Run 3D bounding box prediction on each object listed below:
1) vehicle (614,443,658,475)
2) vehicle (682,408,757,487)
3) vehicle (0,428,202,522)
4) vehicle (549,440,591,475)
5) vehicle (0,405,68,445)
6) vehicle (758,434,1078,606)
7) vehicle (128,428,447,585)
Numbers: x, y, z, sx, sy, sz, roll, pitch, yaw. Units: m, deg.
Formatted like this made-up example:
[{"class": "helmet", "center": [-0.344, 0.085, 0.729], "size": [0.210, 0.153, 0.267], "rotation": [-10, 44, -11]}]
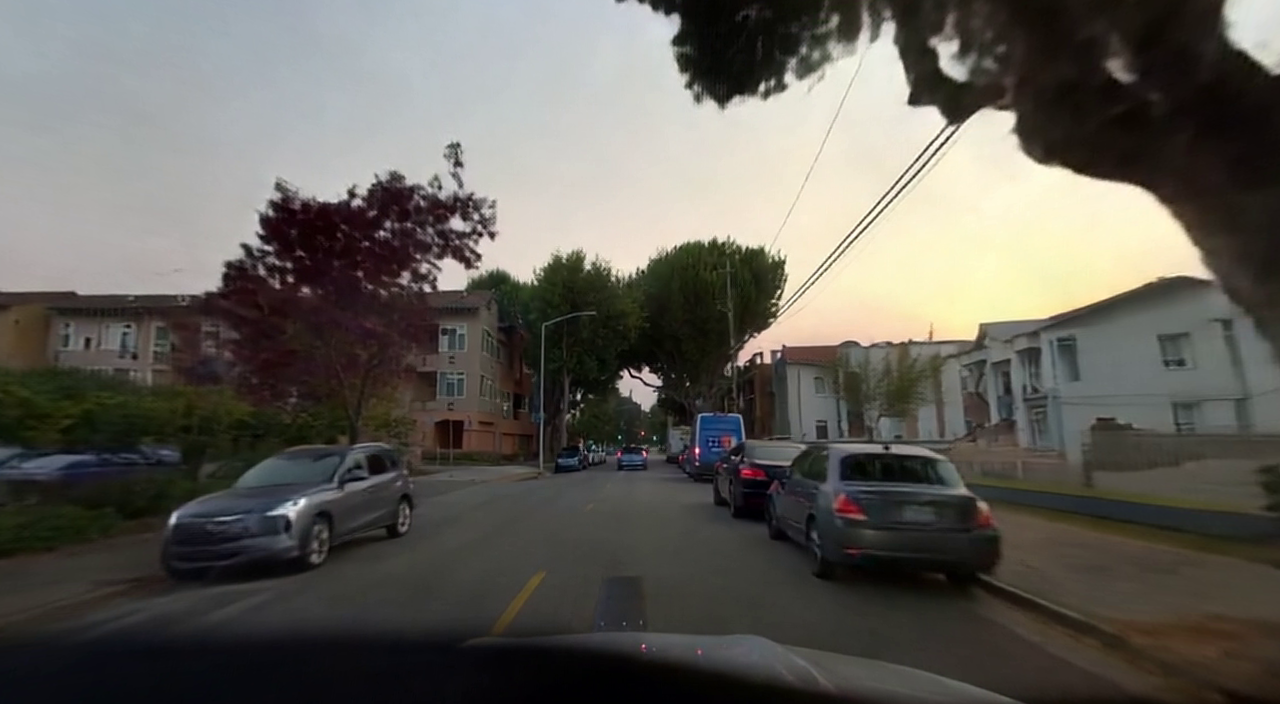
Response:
[{"class": "vehicle", "center": [-0.216, 5.421, 32.100], "size": [2.095, 1.510, 3.605], "rotation": [0, -8, 0]}, {"class": "vehicle", "center": [3.101, 3.892, 25.921], "size": [2.245, 2.843, 5.762], "rotation": [0, -8, -1]}, {"class": "vehicle", "center": [-11.102, 2.274, 12.164], "size": [1.795, 1.513, 4.442], "rotation": [-1, -8, 5]}, {"class": "vehicle", "center": [-4.096, 6.208, 37.234], "size": [1.951, 1.662, 4.046], "rotation": [0, -4, 1]}, {"class": "vehicle", "center": [-39.454, 4.822, 40.945], "size": [2.275, 2.455, 5.093], "rotation": [5, -10, -32]}, {"class": "vehicle", "center": [2.803, 1.744, 7.514], "size": [1.906, 1.471, 3.941], "rotation": [0, -8, -2]}, {"class": "vehicle", "center": [-4.674, 2.019, 9.418], "size": [2.090, 1.497, 4.639], "rotation": [1, -4, 0]}]
